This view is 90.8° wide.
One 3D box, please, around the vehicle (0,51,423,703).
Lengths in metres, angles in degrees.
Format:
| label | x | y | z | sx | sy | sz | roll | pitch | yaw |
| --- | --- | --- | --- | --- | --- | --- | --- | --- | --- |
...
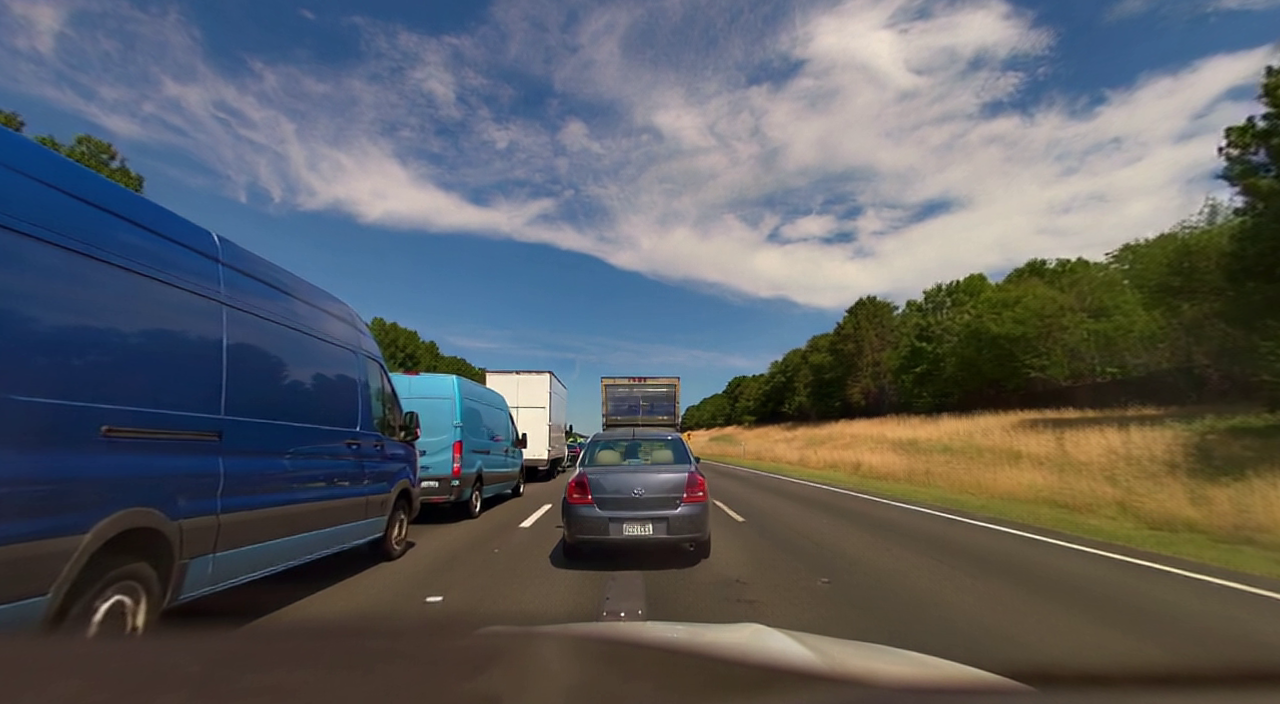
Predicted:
| label | x | y | z | sx | sy | sz | roll | pitch | yaw |
| --- | --- | --- | --- | --- | --- | --- | --- | --- | --- |
| vehicle | -4.031 | 0.528 | 5.258 | 2.254 | 2.879 | 6.656 | 0 | -9 | -2 |

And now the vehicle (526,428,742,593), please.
| label | x | y | z | sx | sy | sz | roll | pitch | yaw |
| --- | --- | --- | --- | --- | --- | --- | --- | --- | --- |
| vehicle | -0.096 | 1.734 | 7.607 | 1.995 | 1.495 | 3.380 | 0 | -9 | -1 |
